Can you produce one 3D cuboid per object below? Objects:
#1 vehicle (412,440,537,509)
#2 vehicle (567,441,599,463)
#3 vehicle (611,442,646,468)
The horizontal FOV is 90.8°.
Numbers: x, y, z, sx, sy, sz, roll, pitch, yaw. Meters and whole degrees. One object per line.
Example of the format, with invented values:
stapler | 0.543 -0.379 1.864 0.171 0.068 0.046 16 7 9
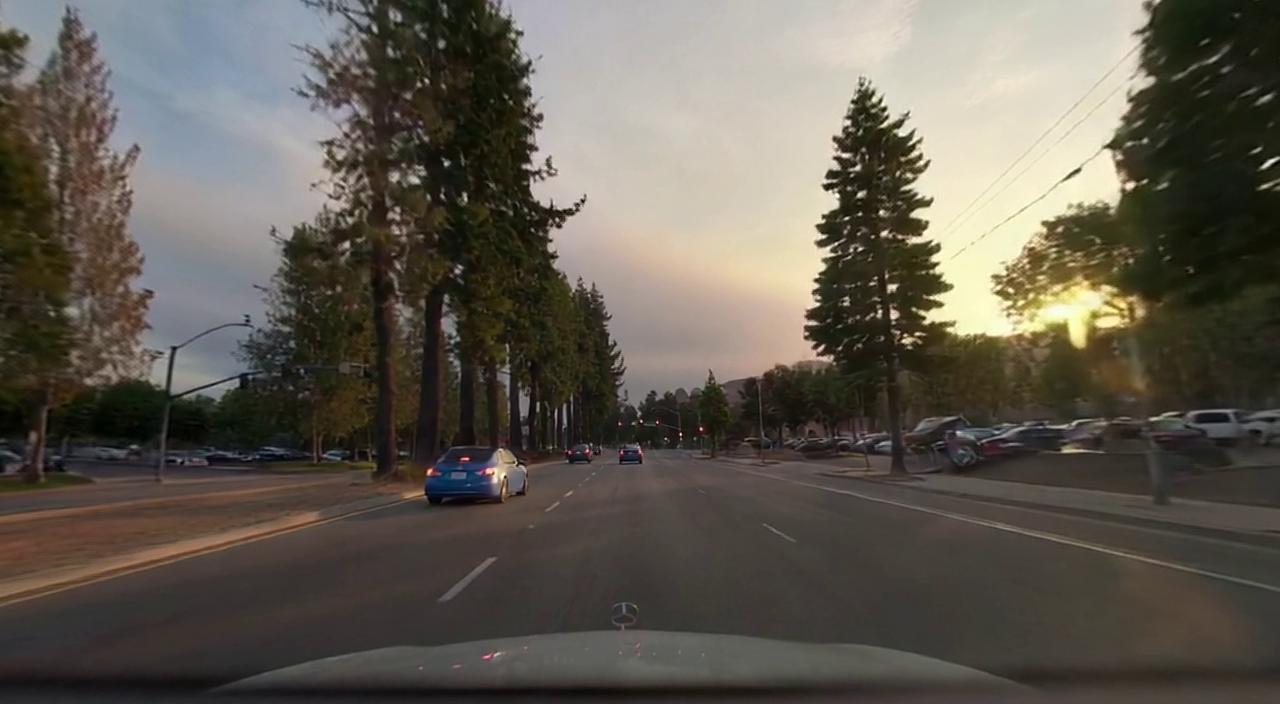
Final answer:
vehicle | -3.808 2.884 15.410 1.905 1.418 4.396 0 -8 -1
vehicle | -4.241 7.521 47.556 2.103 1.592 4.160 0 -8 -1
vehicle | -0.684 6.227 38.344 1.991 1.431 4.199 0 -8 -1
